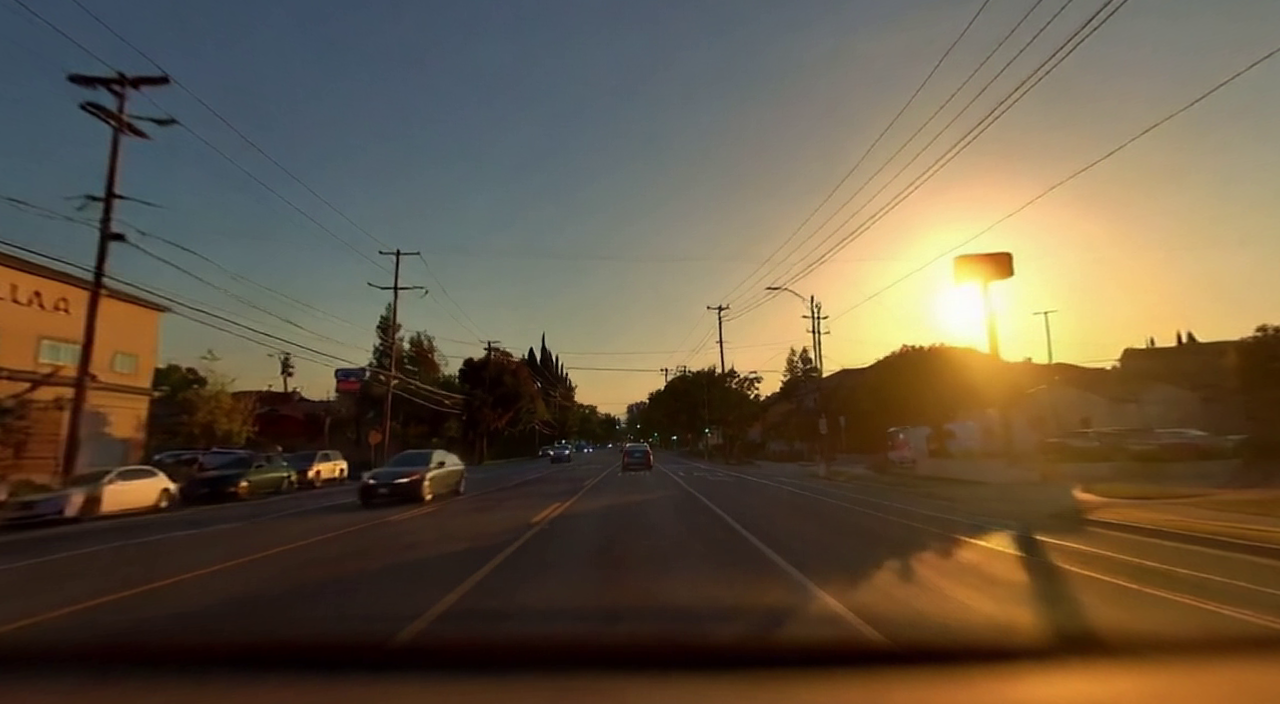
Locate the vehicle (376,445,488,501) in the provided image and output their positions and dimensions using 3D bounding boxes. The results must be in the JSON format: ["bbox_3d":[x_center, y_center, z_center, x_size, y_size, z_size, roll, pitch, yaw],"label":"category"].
[{"bbox_3d":[-6.162,3.608,19.327,1.923,1.472,4.342,0,-8,0],"label":"vehicle"}]

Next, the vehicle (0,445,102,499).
[{"bbox_3d":[-20.787,3.963,21.146,1.911,1.663,4.115,0,-8,-1],"label":"vehicle"}]

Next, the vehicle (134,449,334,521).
[{"bbox_3d":[-9.792,3.195,15.837,1.888,1.465,4.701,0,-8,0],"label":"vehicle"}]

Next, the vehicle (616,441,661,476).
[{"bbox_3d":[-0.058,5.249,31.426,2.067,1.547,4.513,0,-8,0],"label":"vehicle"}]

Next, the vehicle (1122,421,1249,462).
[{"bbox_3d":[27.742,4.587,32.407,2.024,1.827,4.995,-3,-8,1],"label":"vehicle"}]

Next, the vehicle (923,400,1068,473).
[{"bbox_3d":[13.987,3.440,25.488,2.449,2.564,5.877,0,-8,1],"label":"vehicle"}]
